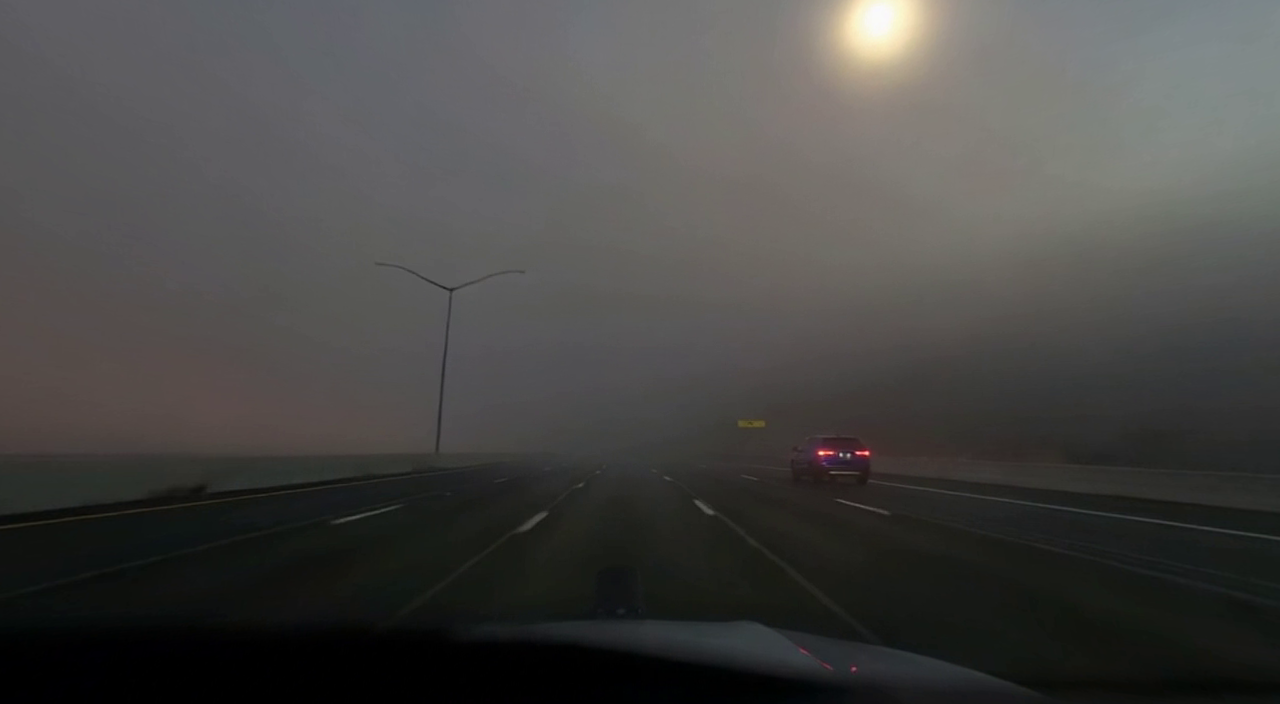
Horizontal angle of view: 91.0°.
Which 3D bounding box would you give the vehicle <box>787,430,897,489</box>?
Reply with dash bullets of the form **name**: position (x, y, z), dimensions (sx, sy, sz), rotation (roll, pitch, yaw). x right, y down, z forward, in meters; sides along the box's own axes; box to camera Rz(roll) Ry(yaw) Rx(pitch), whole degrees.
- **vehicle**: position (6.515, 3.519, 20.907), dimensions (2.091, 1.711, 4.383), rotation (0, -9, -1)
